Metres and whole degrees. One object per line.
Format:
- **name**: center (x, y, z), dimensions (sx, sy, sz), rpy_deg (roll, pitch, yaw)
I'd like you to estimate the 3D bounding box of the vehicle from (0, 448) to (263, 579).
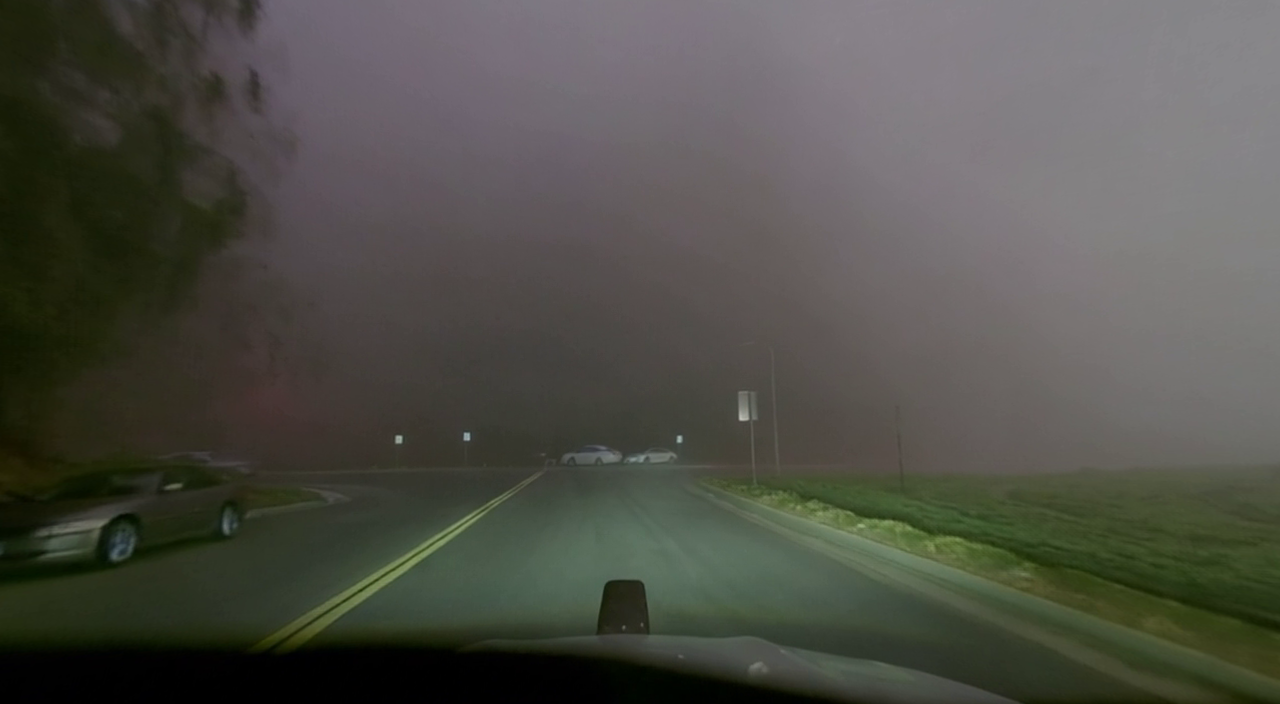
- **vehicle**: center (-8.242, 2.393, 10.236), dimensions (1.934, 1.646, 4.273), rpy_deg (1, -9, -6)
